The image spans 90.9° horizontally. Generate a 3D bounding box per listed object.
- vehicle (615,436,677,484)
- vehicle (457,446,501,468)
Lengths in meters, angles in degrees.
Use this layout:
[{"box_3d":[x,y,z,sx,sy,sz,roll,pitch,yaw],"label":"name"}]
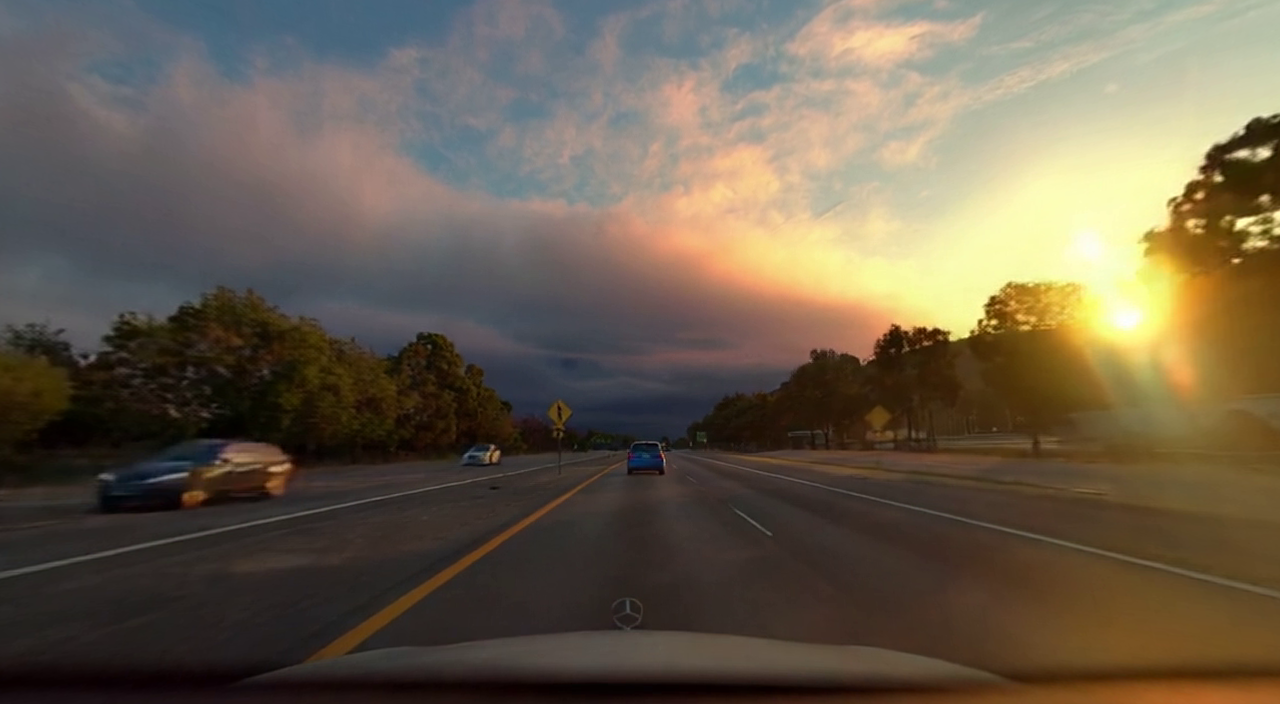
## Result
[{"box_3d":[0.221,4.167,24.484,2.190,1.706,4.062,0,-9,0],"label":"vehicle"},{"box_3d":[-11.440,7.460,44.955,1.847,1.486,4.383,0,-9,2],"label":"vehicle"}]
